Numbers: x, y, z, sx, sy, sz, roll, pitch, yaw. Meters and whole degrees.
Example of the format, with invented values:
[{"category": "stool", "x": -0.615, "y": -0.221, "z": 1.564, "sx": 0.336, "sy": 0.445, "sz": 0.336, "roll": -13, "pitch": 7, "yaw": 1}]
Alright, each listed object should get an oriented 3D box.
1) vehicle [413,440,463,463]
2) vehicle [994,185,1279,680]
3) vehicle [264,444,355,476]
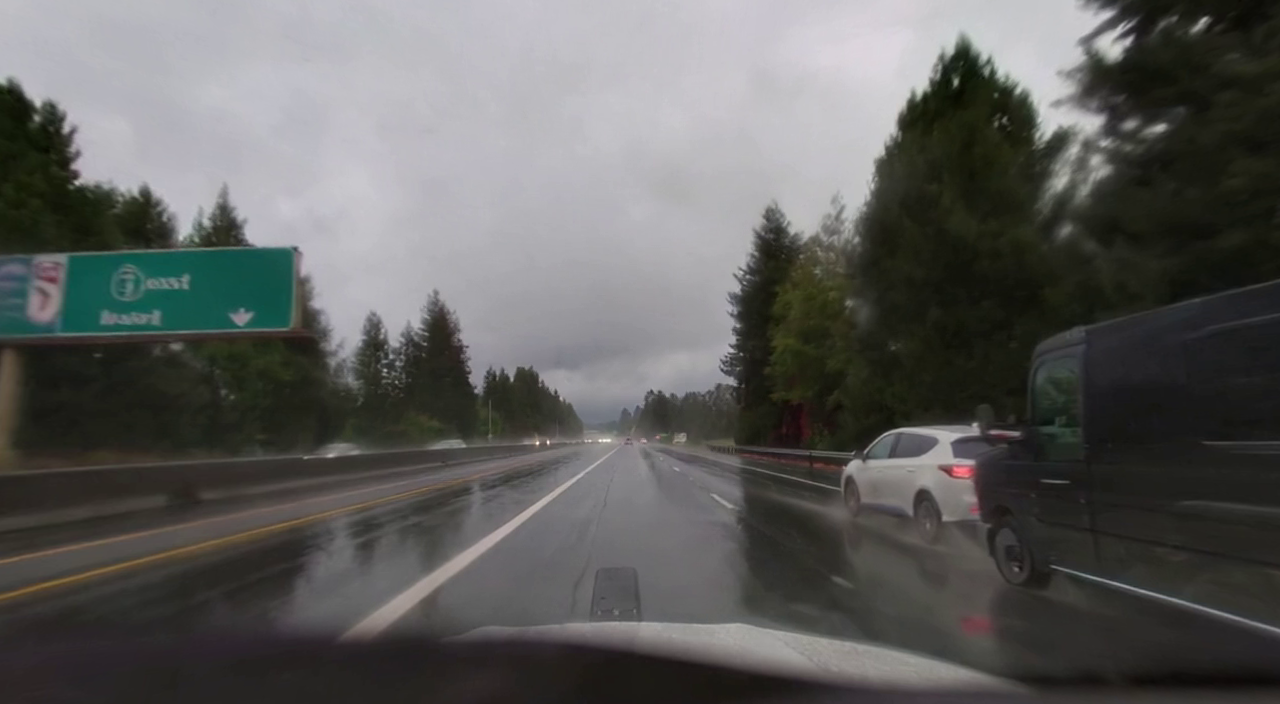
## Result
[{"category": "vehicle", "x": -13.105, "y": 6.455, "z": 41.102, "sx": 1.848, "sy": 1.429, "sz": 4.181, "roll": 0, "pitch": -8, "yaw": 0}, {"category": "vehicle", "x": 4.544, "y": 0.471, "z": 3.680, "sx": 2.370, "sy": 2.579, "sz": 4.127, "roll": 0, "pitch": -8, "yaw": -2}, {"category": "vehicle", "x": -16.792, "y": 5.493, "z": 32.343, "sx": 2.116, "sy": 1.447, "sz": 4.781, "roll": 0, "pitch": -8, "yaw": 0}]
